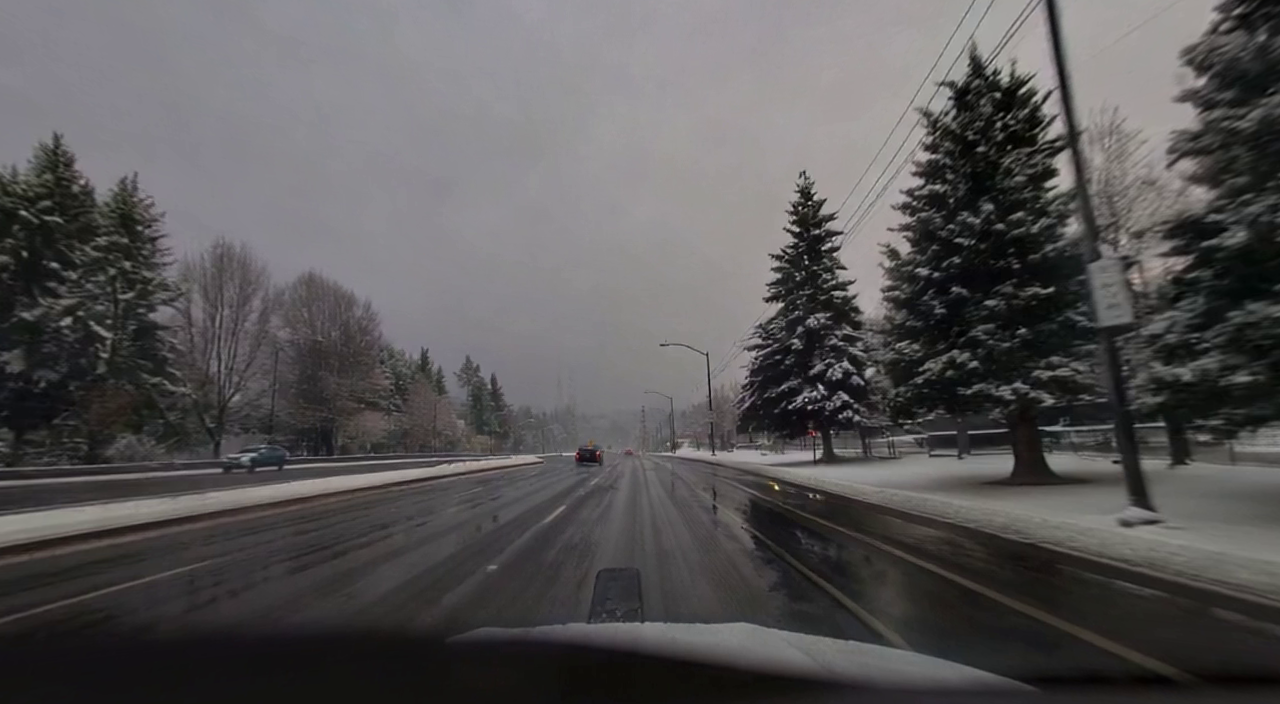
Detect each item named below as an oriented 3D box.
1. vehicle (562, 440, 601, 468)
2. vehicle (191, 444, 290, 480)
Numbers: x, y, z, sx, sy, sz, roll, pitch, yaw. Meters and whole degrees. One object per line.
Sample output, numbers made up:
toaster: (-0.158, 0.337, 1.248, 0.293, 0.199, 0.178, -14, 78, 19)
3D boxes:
vehicle: (-3.708, 6.522, 40.564, 2.121, 1.654, 3.993, 0, -8, 0)
vehicle: (-21.314, 5.856, 33.999, 2.066, 1.794, 4.786, 0, -8, 1)
